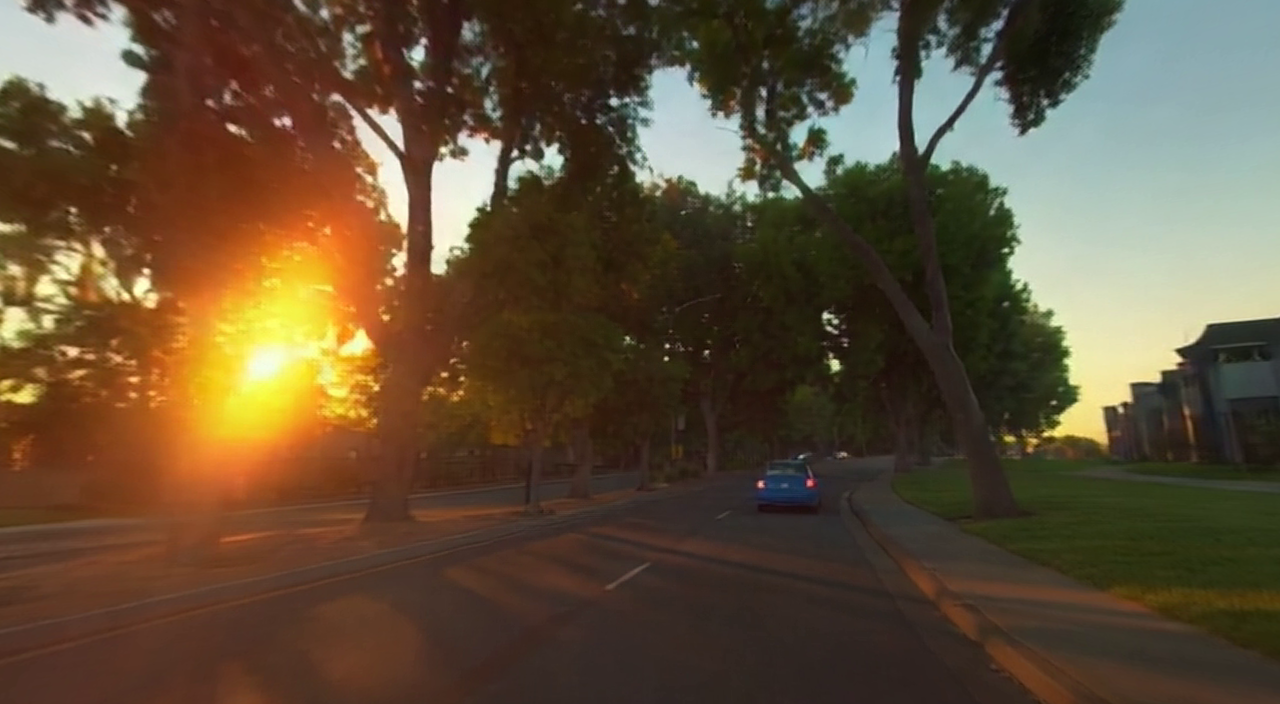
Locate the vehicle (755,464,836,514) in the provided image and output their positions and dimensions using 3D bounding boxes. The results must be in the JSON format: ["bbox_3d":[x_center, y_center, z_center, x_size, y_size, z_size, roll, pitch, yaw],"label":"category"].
[{"bbox_3d":[4.817,4.031,18.946,1.972,1.250,5.282,-3,-11,17],"label":"vehicle"}]
